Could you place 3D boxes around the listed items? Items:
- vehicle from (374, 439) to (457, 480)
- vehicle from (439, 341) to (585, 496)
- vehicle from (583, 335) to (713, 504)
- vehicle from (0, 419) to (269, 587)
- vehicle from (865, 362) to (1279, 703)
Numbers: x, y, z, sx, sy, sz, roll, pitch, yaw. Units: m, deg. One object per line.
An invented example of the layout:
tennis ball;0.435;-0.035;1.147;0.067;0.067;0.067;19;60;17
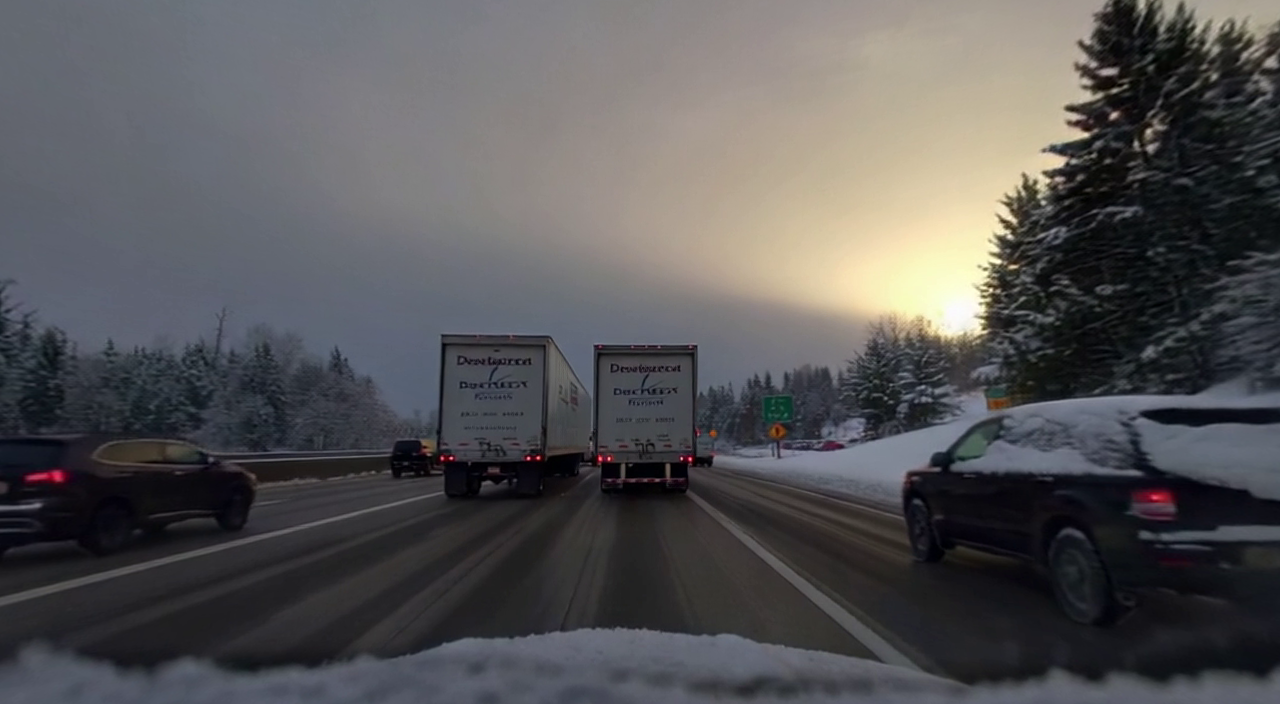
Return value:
vehicle;-11.071;5.328;31.693;2.120;1.862;5.530;0;-8;0
vehicle;-3.879;2.561;22.370;2.888;4.154;10.960;0;-9;0
vehicle;0.077;2.237;19.274;2.910;3.828;9.805;0;-9;-1
vehicle;-7.455;1.870;8.685;2.017;1.694;4.420;0;-9;-1
vehicle;3.961;1.262;5.612;2.136;1.753;4.644;0;-9;-1
